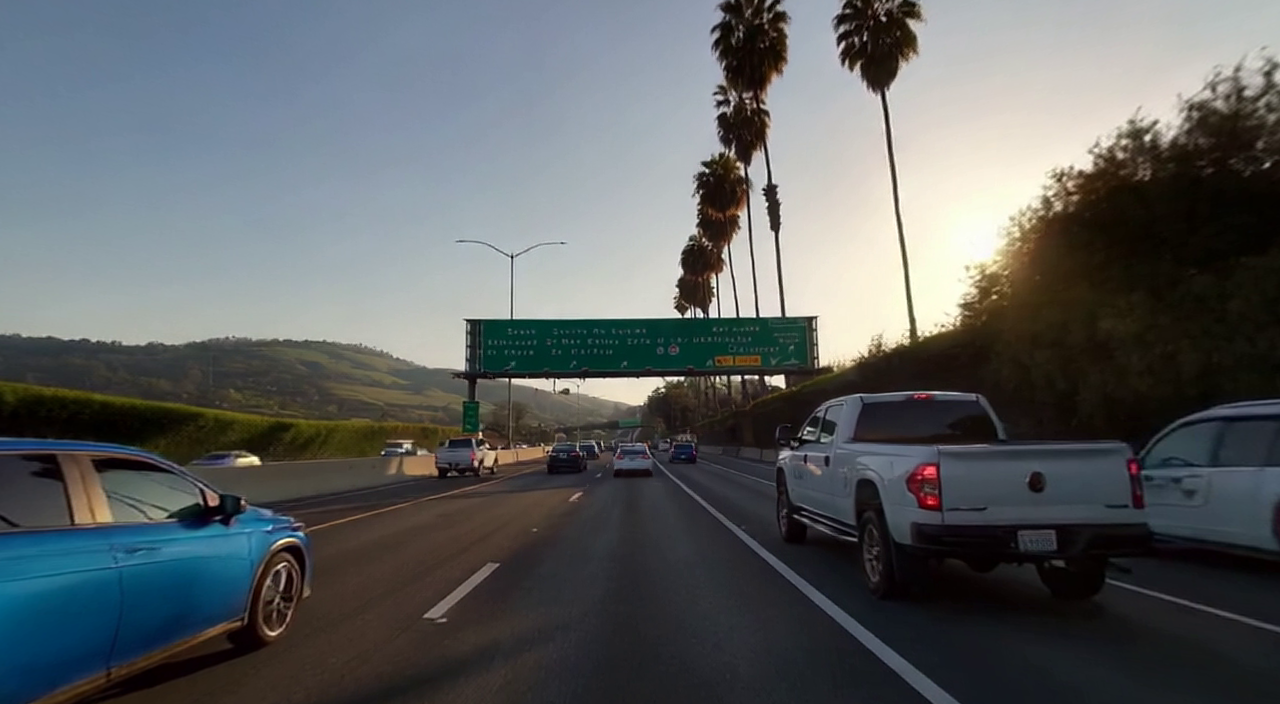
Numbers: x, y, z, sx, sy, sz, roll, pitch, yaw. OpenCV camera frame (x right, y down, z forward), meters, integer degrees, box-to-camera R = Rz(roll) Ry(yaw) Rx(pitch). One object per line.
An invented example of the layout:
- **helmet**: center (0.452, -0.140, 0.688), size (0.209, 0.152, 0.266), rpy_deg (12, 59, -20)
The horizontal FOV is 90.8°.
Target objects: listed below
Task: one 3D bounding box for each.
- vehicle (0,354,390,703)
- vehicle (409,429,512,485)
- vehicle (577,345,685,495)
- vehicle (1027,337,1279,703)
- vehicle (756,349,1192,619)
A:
- **vehicle**: center (-3.218, 1.053, 3.594), size (1.885, 1.654, 4.103), rpy_deg (0, -9, 0)
- **vehicle**: center (-6.841, 4.095, 24.890), size (2.344, 1.954, 5.579), rpy_deg (0, -9, 1)
- **vehicle**: center (-0.141, 2.620, 22.479), size (2.906, 4.040, 10.743), rpy_deg (0, -9, 1)
- **vehicle**: center (3.184, 0.503, 1.201), size (1.859, 1.416, 4.695), rpy_deg (0, -9, -1)
- **vehicle**: center (3.119, 1.439, 7.808), size (2.245, 2.103, 5.613), rpy_deg (0, -9, -1)
